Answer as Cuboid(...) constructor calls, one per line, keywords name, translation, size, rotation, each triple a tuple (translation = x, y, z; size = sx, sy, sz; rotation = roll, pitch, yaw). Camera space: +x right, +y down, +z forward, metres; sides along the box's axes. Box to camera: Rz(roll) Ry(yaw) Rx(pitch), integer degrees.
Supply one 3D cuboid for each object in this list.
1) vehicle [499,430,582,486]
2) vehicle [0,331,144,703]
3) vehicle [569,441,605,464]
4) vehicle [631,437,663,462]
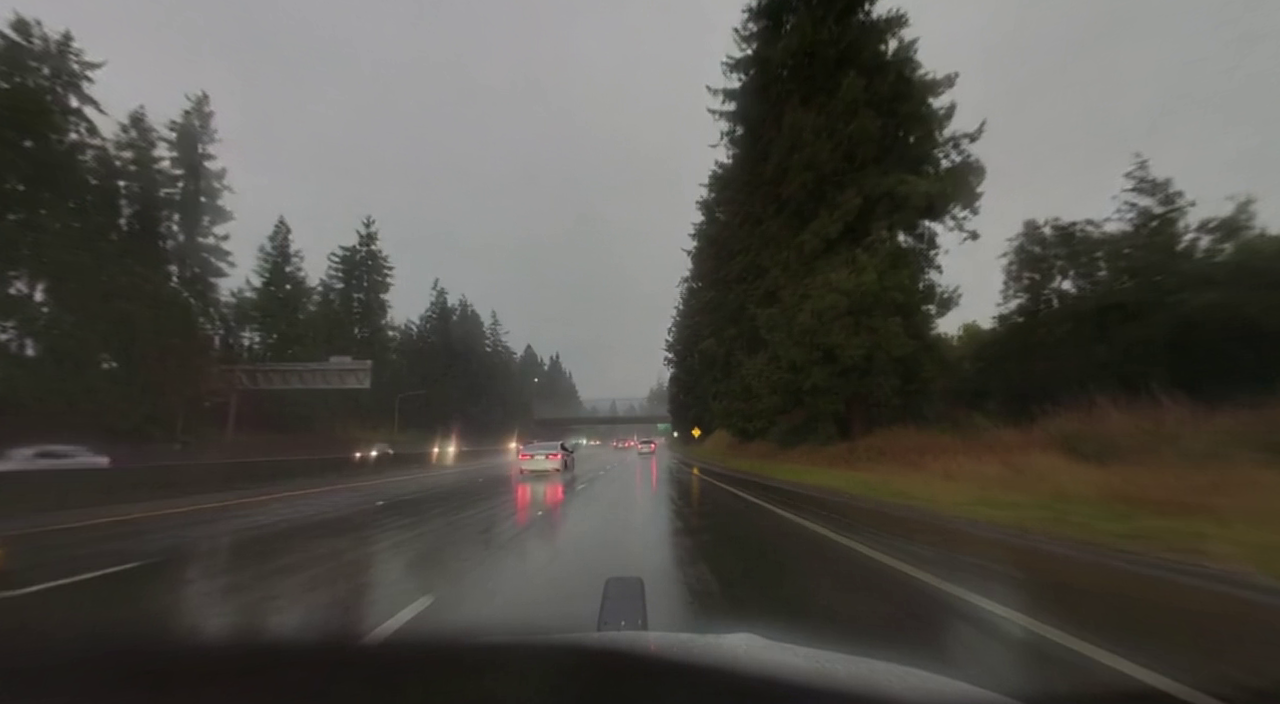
Cuboid(name="vehicle", translation=(-3.218, 3.530, 21.234), size=(2.056, 1.679, 4.204), rotation=(0, -8, 1))
Cuboid(name="vehicle", translation=(-3.517, 0.477, 0.493), size=(2.040, 1.672, 5.122), rotation=(0, -8, 0))
Cuboid(name="vehicle", translation=(-3.502, 6.714, 41.991), size=(2.055, 1.431, 3.921), rotation=(0, -8, 1))
Cuboid(name="vehicle", translation=(0.526, 7.234, 46.715), size=(2.285, 1.797, 4.478), rotation=(0, -8, 0))
